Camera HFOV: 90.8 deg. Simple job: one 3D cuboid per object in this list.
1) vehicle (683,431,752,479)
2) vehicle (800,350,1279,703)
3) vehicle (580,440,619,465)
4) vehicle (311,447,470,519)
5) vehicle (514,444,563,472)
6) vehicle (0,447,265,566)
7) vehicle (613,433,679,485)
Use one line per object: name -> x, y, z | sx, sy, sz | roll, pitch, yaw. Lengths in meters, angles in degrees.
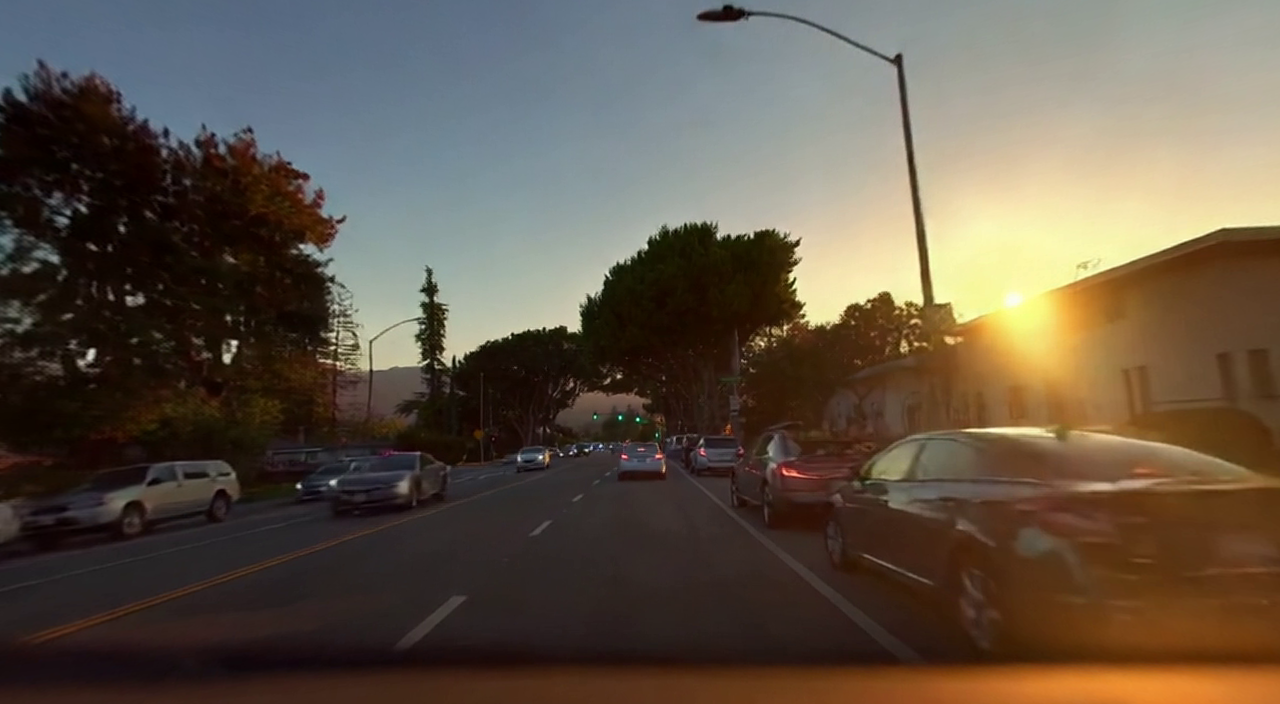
vehicle -> 2.973, 4.073, 25.236 | 2.060, 1.733, 4.639 | 0, -8, -2
vehicle -> 2.783, 1.155, 4.768 | 1.974, 1.696, 4.461 | 0, -8, 0
vehicle -> -2.557, 6.504, 40.904 | 2.117, 1.528, 4.277 | 0, -8, 1
vehicle -> -5.901, 3.116, 15.704 | 1.987, 1.478, 4.693 | 0, -8, 1
vehicle -> -5.855, 6.198, 37.129 | 1.981, 1.498, 4.701 | 0, -8, 2
vehicle -> -11.902, 3.468, 15.211 | 2.264, 2.010, 5.742 | -5, -7, 0
vehicle -> 0.182, 3.627, 21.664 | 2.041, 1.575, 4.304 | 0, -8, 0
